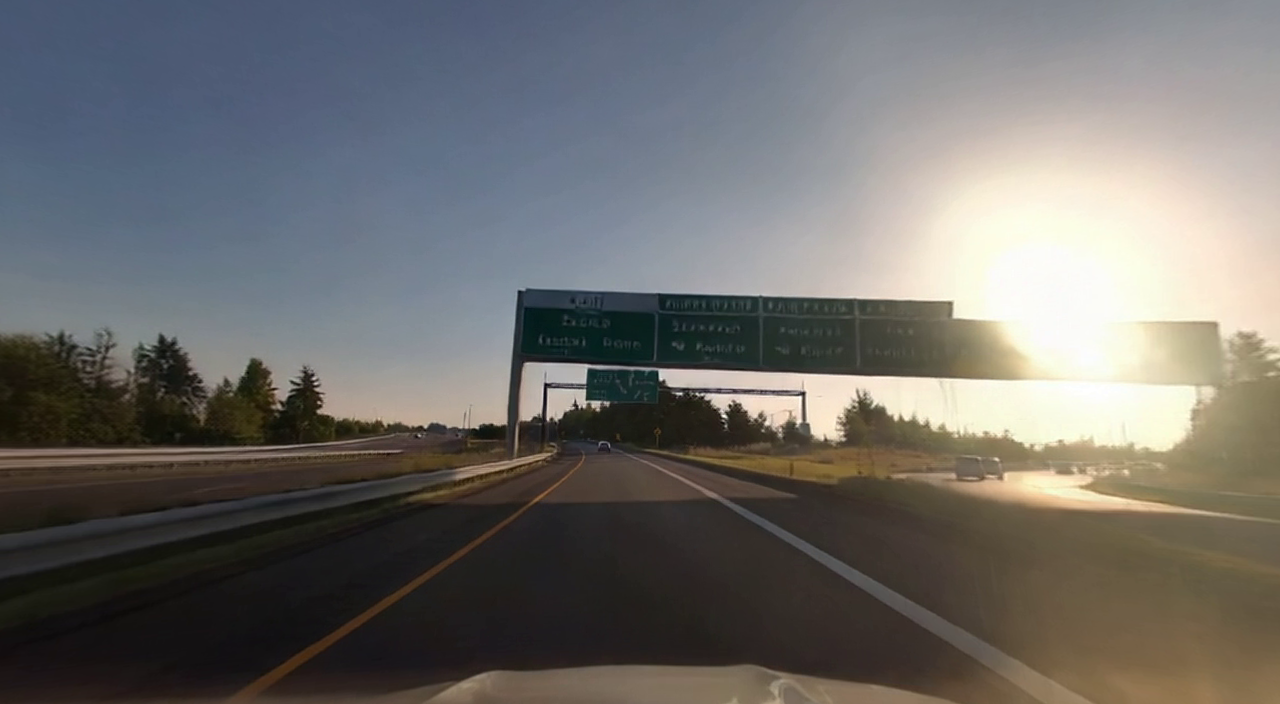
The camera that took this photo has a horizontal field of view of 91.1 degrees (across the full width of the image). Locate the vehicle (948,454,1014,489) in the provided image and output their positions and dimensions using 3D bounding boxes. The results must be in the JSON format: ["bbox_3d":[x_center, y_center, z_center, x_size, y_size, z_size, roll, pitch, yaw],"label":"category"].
[{"bbox_3d":[15.930,5.566,29.557,2.129,1.444,3.649,-4,-9,19],"label":"vehicle"}]
